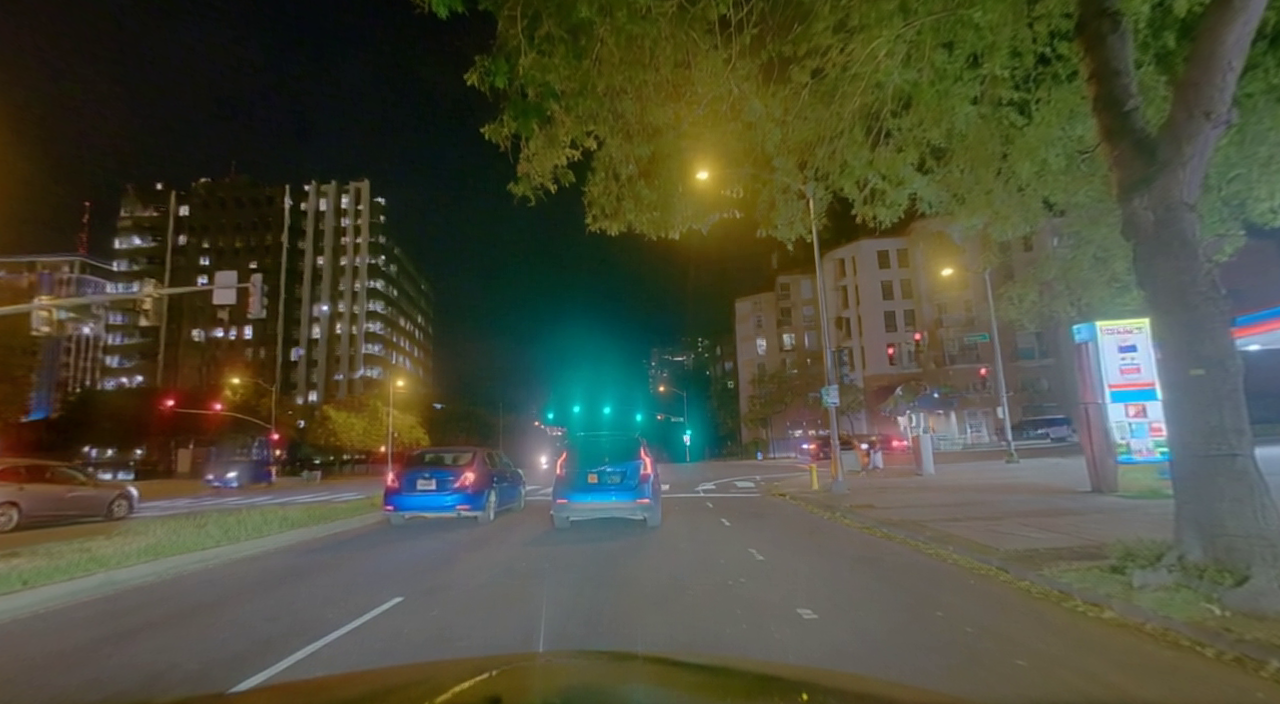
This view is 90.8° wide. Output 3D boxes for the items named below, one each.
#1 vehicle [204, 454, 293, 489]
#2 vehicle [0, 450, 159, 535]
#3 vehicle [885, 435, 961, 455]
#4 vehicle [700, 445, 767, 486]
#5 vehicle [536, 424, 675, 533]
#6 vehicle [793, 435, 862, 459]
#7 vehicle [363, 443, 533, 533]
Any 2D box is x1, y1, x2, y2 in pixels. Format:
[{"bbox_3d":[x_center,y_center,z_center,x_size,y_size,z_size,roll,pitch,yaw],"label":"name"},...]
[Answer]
[{"bbox_3d":[-21.327,6.513,34.681,1.890,1.691,4.591,0,-8,0],"label":"vehicle"},{"bbox_3d":[-13.494,3.002,13.947,1.995,1.626,4.592,0,-8,2],"label":"vehicle"},{"bbox_3d":[20.810,6.844,46.632,4.700,1.417,1.789,0,-8,1],"label":"vehicle"},{"bbox_3d":[3.832,4.449,25.254,1.976,1.462,4.342,-3,-9,17],"label":"vehicle"},{"bbox_3d":[-0.536,2.328,12.226,2.210,1.722,4.215,0,-8,0],"label":"vehicle"},{"bbox_3d":[13.894,7.074,46.926,4.524,1.681,1.823,0,-8,-1],"label":"vehicle"},{"bbox_3d":[-3.610,2.611,12.834,2.003,1.492,4.291,0,-8,1],"label":"vehicle"}]
